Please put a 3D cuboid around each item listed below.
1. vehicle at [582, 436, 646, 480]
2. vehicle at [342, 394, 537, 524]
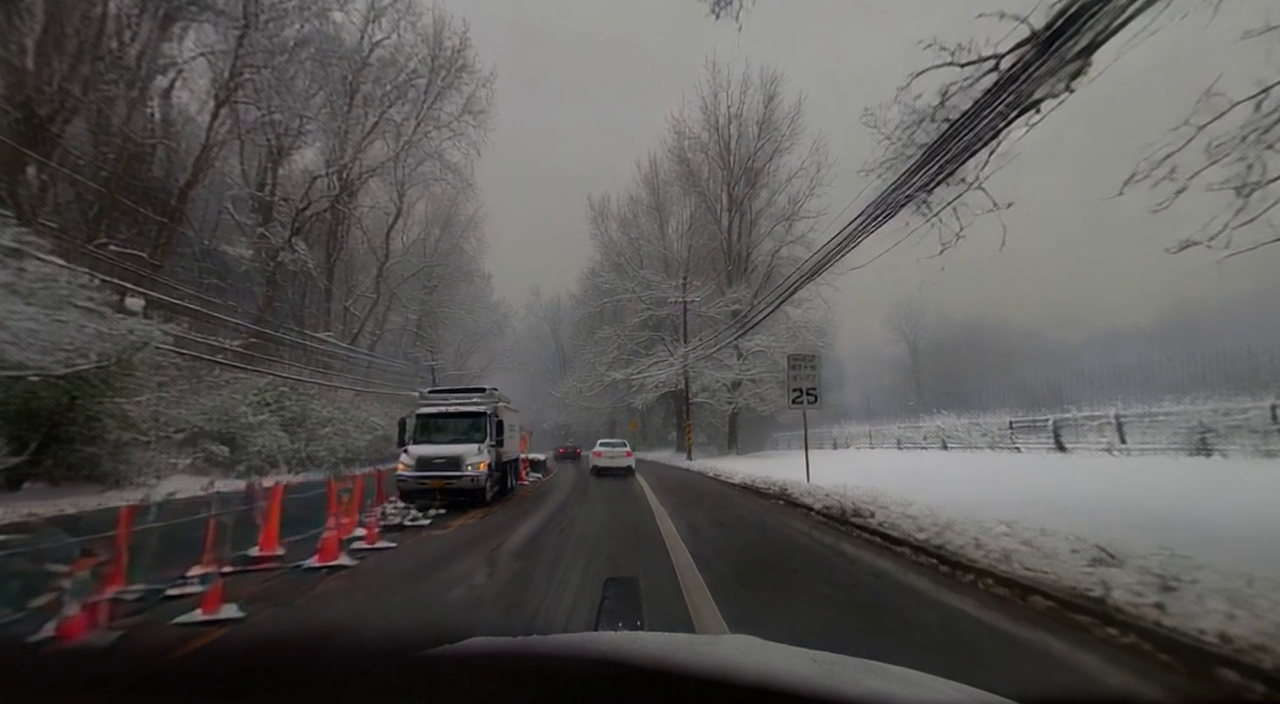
[{"bbox_3d":[-1.041,3.897,23.515,2.186,1.463,4.356,1,-8,-4],"label":"vehicle"},{"bbox_3d":[-3.694,2.148,13.249,2.671,2.053,6.074,1,-8,-6],"label":"vehicle"}]
